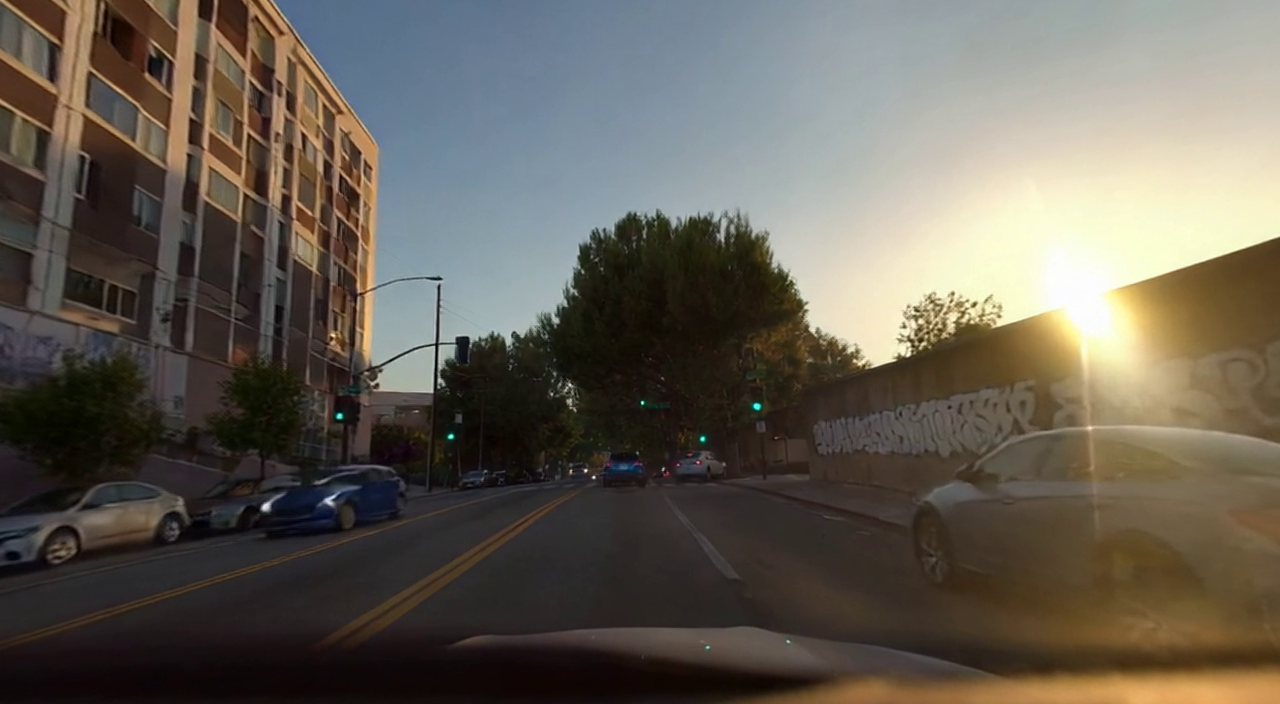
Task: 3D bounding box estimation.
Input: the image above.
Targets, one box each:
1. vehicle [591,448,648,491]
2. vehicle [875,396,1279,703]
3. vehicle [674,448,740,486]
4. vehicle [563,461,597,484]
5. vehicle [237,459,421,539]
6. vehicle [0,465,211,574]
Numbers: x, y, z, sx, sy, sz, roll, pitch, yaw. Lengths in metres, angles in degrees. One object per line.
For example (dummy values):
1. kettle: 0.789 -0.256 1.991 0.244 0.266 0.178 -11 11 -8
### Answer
1. vehicle: -0.823 4.843 26.403 2.166 1.579 4.300 0 -8 -1
2. vehicle: 4.063 1.451 5.702 2.025 1.758 4.463 0 -8 -2
3. vehicle: 3.464 5.735 31.928 2.207 1.761 4.292 -4 -9 22
4. vehicle: -4.346 8.800 46.337 2.095 1.447 4.202 0 -8 0
5. vehicle: -6.677 3.165 14.205 2.040 1.402 4.237 0 -8 -1
6. vehicle: -11.030 3.249 12.803 1.822 1.639 4.144 -4 -8 0
